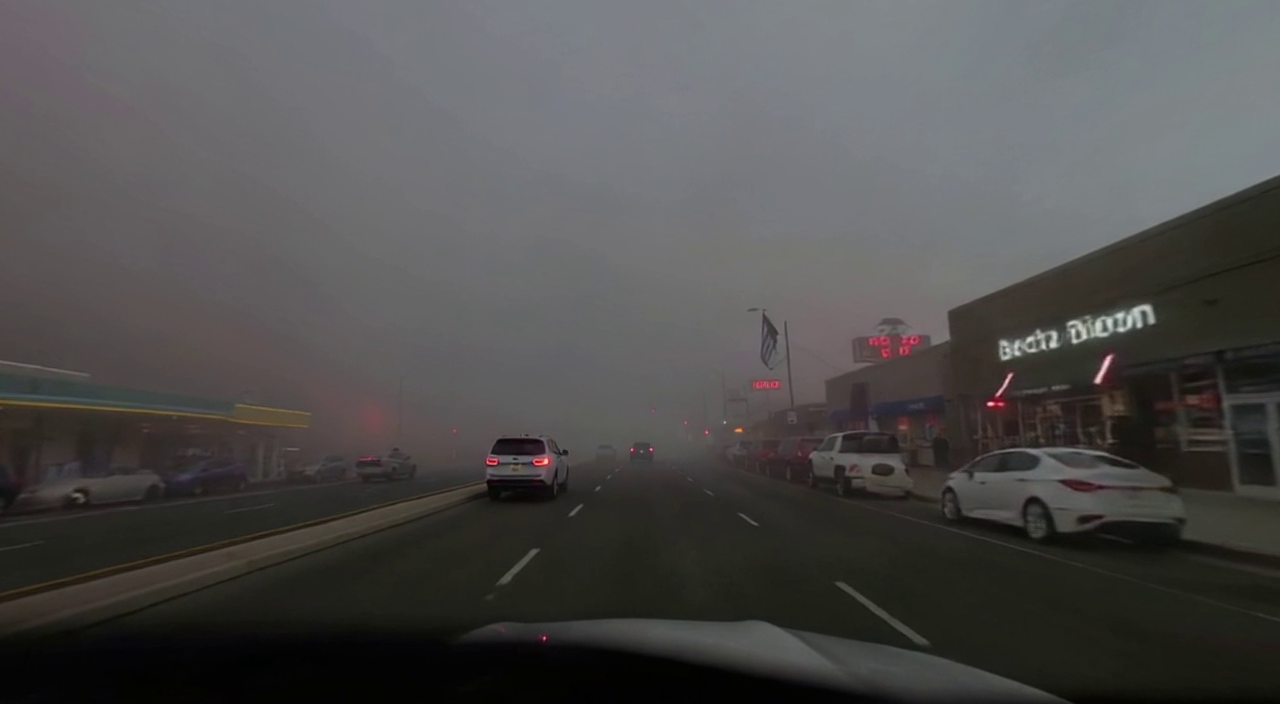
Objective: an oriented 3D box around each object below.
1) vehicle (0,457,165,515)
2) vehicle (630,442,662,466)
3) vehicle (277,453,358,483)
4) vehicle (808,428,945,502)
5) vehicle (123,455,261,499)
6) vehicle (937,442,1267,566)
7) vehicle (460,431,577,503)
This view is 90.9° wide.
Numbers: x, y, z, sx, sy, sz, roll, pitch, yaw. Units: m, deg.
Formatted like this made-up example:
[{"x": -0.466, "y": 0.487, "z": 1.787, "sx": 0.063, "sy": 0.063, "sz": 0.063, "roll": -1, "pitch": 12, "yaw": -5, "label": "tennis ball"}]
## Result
[{"x": -17.335, "y": 4.026, "z": 19.391, "sx": 1.800, "sy": 1.470, "sz": 4.548, "roll": 0, "pitch": -9, "yaw": 2, "label": "vehicle"}, {"x": 0.379, "y": 6.887, "z": 42.652, "sx": 2.037, "sy": 1.484, "sz": 4.073, "roll": 0, "pitch": -9, "yaw": 0, "label": "vehicle"}, {"x": -17.209, "y": 6.183, "z": 33.953, "sx": 1.894, "sy": 1.458, "sz": 4.565, "roll": 0, "pitch": -9, "yaw": 1, "label": "vehicle"}, {"x": 6.674, "y": 3.257, "z": 18.605, "sx": 2.005, "sy": 1.858, "sz": 5.253, "roll": 0, "pitch": -9, "yaw": 0, "label": "vehicle"}, {"x": -17.242, "y": 4.796, "z": 24.600, "sx": 2.046, "sy": 1.458, "sz": 4.539, "roll": 0, "pitch": -9, "yaw": 0, "label": "vehicle"}, {"x": 6.629, "y": 2.166, "z": 9.829, "sx": 1.871, "sy": 1.478, "sz": 4.272, "roll": 0, "pitch": -9, "yaw": 0, "label": "vehicle"}, {"x": -3.027, "y": 2.982, "z": 16.788, "sx": 2.049, "sy": 1.646, "sz": 4.445, "roll": -1, "pitch": -9, "yaw": 2, "label": "vehicle"}]
